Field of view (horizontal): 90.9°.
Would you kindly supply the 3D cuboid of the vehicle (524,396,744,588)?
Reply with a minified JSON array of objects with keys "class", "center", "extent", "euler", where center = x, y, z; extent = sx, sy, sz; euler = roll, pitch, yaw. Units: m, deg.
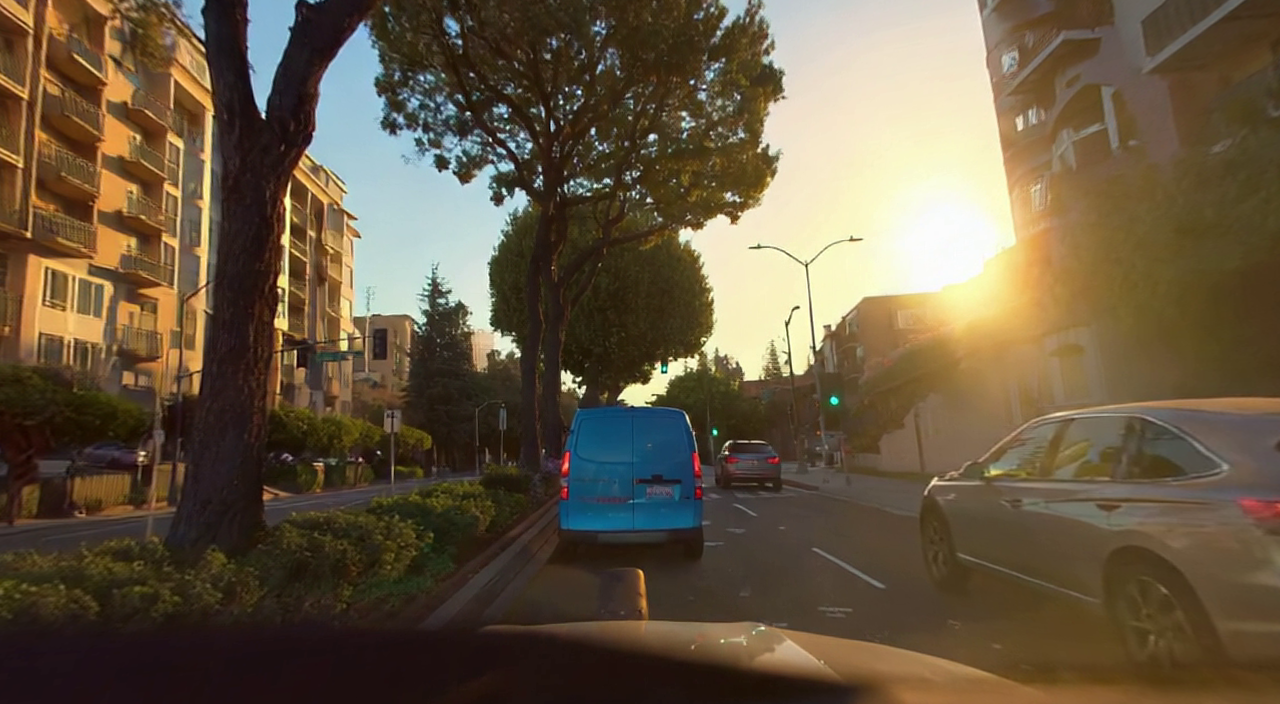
[{"class":"vehicle","center":[-0.043,1.666,8.274],"extent":[2.101,1.828,4.270],"euler":[0,-9,0]}]

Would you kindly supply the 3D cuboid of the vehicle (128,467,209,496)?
[{"class":"vehicle","center":[-33.207,9.127,44.500],"extent":[4.292,1.492,1.772],"euler":[-6,-14,-1]}]

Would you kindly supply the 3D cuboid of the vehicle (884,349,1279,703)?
[{"class":"vehicle","center":[3.788,1.157,4.779],"extent":[2.157,1.748,4.130],"euler":[0,-9,-1]}]

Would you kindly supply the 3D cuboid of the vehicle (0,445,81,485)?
[{"class":"vehicle","center":[-43.375,8.050,44.896],"extent":[4.828,2.159,2.127],"euler":[-4,-14,-11]}]

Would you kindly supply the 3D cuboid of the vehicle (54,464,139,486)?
[{"class":"vehicle","center":[-38.396,8.690,44.610],"extent":[4.396,1.458,1.809],"euler":[-1,-9,2]}]

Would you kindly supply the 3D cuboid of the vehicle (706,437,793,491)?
[{"class":"vehicle","center":[3.709,3.879,22.270],"extent":[2.061,1.676,4.734],"euler":[0,-9,-2]}]
